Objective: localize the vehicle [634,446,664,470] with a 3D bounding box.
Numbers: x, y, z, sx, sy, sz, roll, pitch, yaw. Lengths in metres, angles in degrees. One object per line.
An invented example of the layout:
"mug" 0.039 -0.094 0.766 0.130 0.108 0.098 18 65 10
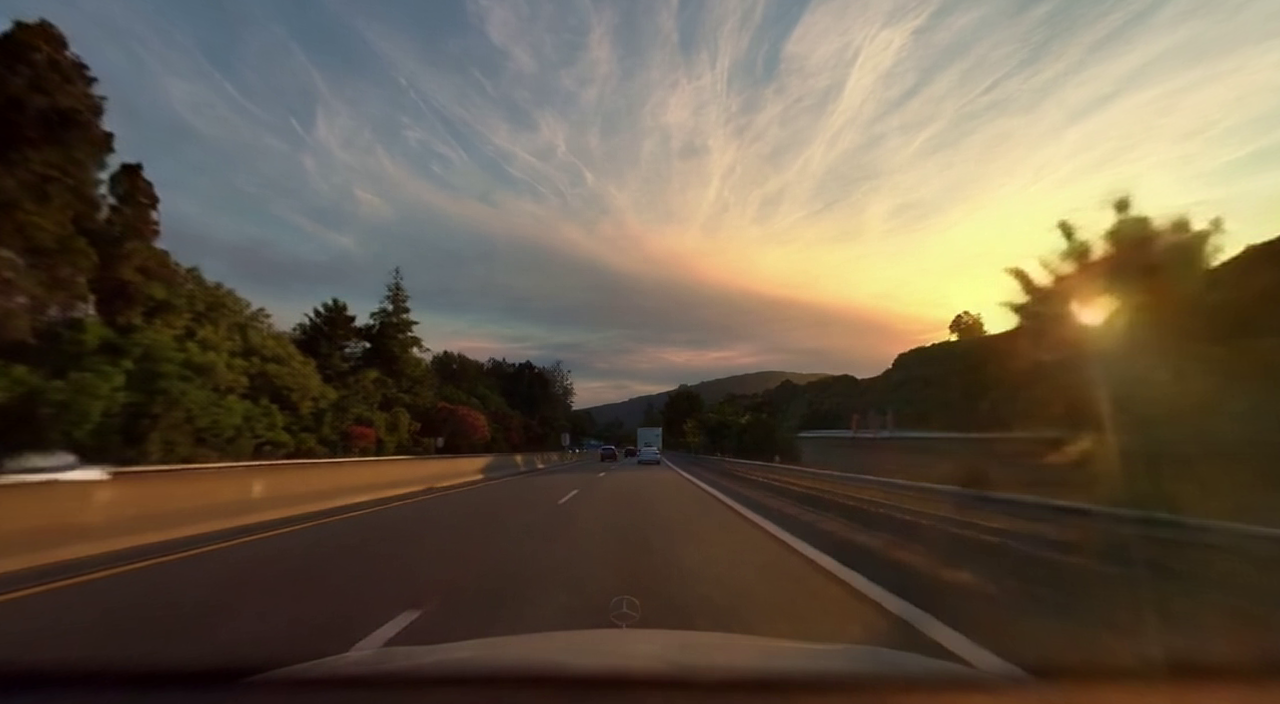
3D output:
"vehicle" 0.592 7.038 42.065 1.934 1.488 3.832 0 -9 1
